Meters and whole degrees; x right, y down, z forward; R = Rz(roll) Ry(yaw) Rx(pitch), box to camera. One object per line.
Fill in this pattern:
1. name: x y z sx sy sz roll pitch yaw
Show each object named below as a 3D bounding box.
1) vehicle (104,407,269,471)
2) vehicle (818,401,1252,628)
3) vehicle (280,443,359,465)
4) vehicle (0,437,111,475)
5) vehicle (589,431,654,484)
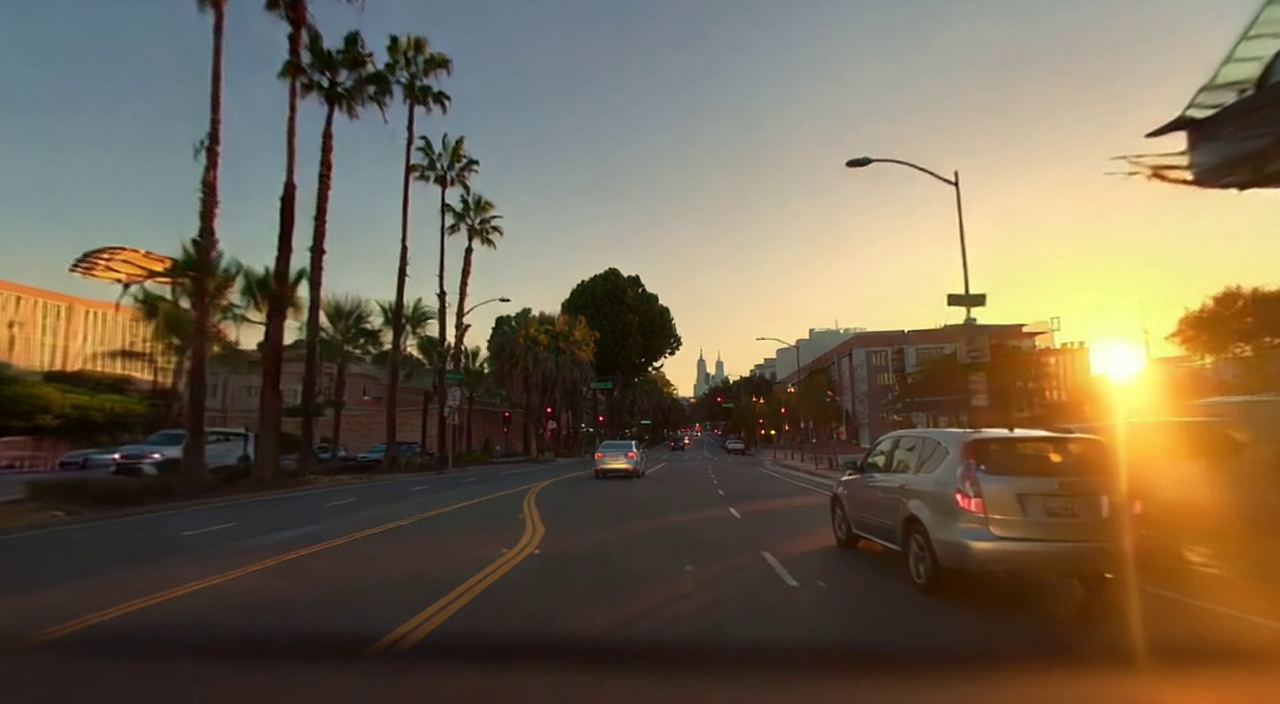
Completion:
1. vehicle: -21.055 4.115 29.738 2.198 2.684 5.751 -4 -9 25
2. vehicle: 3.525 1.514 6.900 1.983 1.654 4.354 0 -8 2
3. vehicle: -22.473 7.149 44.486 1.800 1.462 4.752 -4 -9 25
4. vehicle: -29.414 5.049 30.887 1.863 1.733 4.974 -5 -9 27
5. vehicle: -0.579 3.693 22.378 2.063 1.664 4.471 0 -8 0
